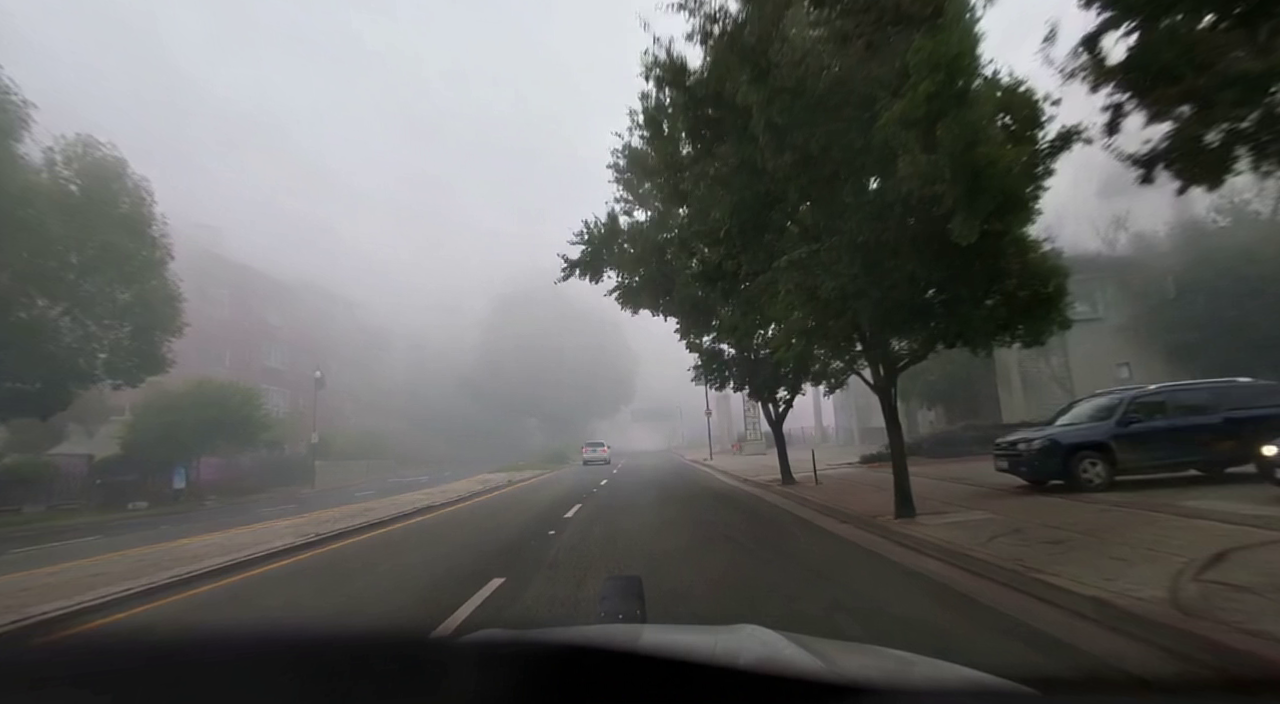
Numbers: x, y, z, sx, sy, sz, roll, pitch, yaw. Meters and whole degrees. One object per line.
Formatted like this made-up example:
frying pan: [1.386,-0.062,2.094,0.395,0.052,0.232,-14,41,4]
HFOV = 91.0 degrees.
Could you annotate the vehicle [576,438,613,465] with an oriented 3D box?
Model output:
vehicle: [-3.059,6.812,43.132,2.235,1.719,4.292,-1,-8,1]

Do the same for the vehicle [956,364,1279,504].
vehicle: [8.009,1.240,9.488,5.276,1.850,2.173,0,-8,1]
